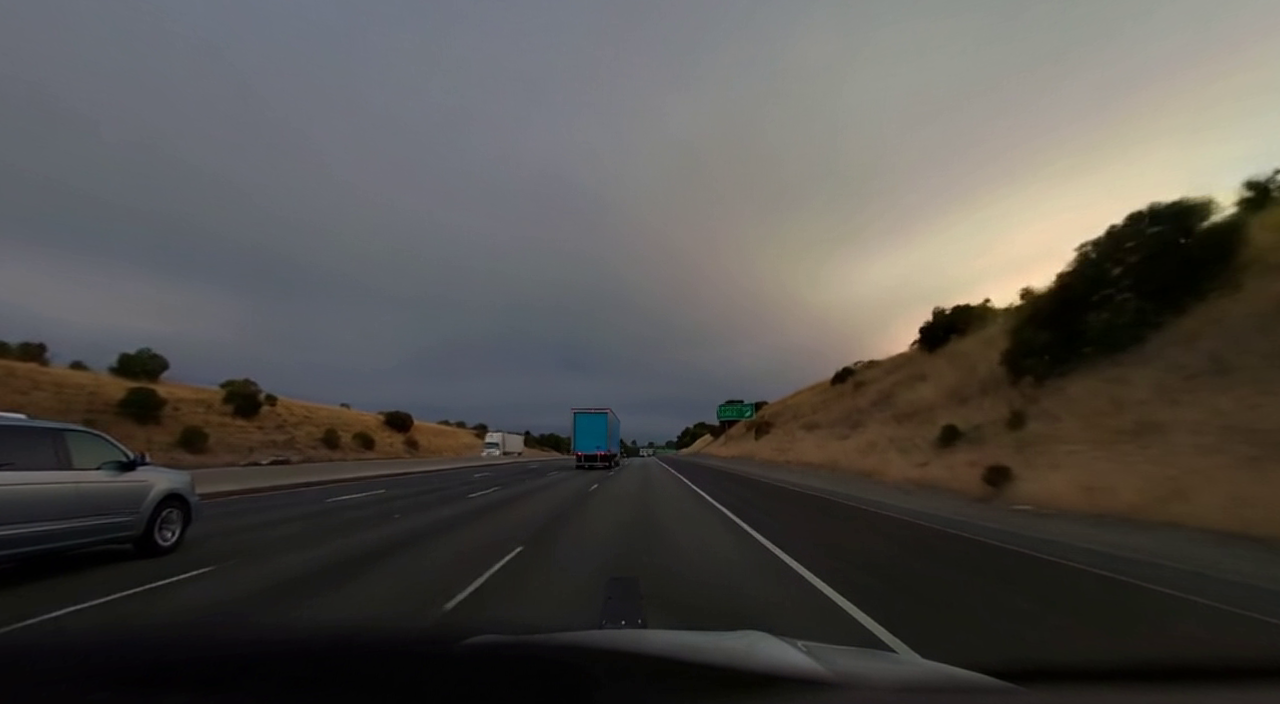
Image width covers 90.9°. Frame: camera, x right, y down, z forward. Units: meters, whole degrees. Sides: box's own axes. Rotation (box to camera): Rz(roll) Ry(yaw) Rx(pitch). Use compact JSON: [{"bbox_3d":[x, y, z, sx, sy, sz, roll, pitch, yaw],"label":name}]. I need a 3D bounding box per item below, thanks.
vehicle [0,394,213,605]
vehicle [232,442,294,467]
[{"bbox_3d":[-6.810,1.333,5.711,2.175,1.860,5.236,0,-8,0],"label":"vehicle"},{"bbox_3d":[-23.225,6.339,38.983,1.582,1.421,3.587,-1,-9,1],"label":"vehicle"}]
